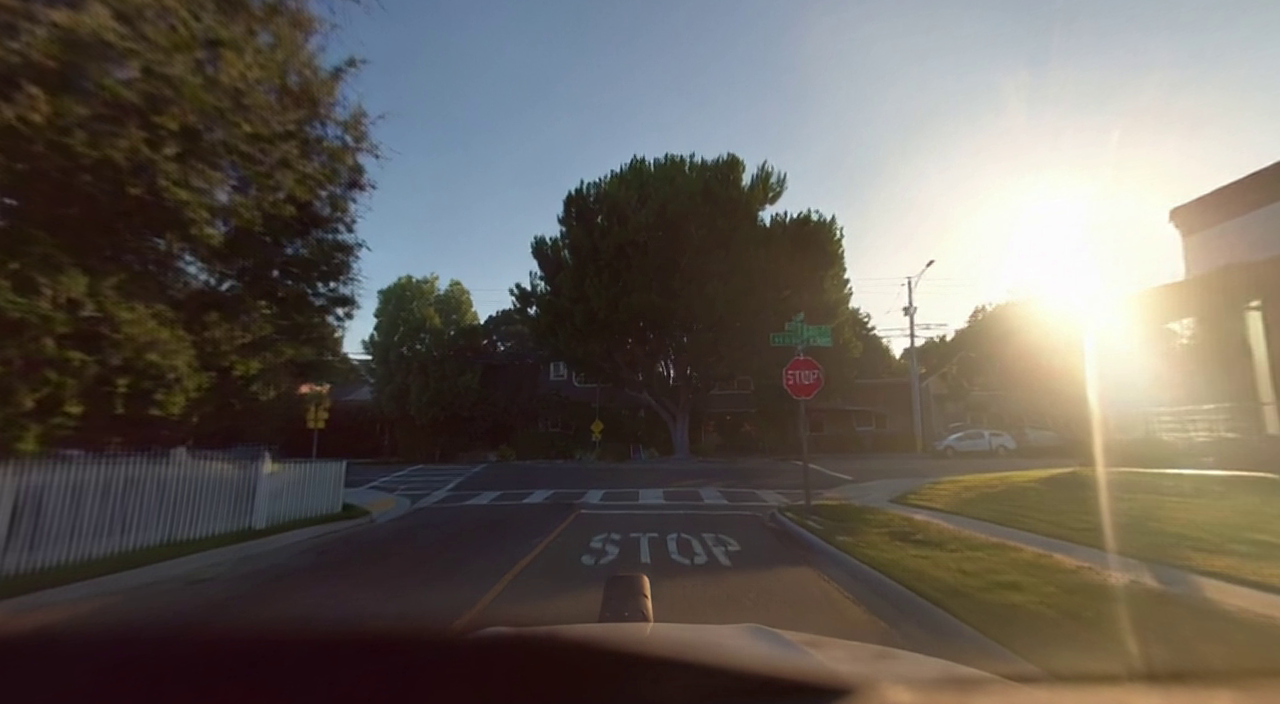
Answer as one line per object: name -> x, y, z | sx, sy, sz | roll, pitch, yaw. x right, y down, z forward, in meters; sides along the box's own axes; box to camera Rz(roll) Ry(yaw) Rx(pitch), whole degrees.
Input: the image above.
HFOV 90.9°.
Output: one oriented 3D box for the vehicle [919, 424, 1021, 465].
vehicle -> 18.922, 5.346, 36.360 | 2.395, 2.164, 4.475 | 5, -10, -27
